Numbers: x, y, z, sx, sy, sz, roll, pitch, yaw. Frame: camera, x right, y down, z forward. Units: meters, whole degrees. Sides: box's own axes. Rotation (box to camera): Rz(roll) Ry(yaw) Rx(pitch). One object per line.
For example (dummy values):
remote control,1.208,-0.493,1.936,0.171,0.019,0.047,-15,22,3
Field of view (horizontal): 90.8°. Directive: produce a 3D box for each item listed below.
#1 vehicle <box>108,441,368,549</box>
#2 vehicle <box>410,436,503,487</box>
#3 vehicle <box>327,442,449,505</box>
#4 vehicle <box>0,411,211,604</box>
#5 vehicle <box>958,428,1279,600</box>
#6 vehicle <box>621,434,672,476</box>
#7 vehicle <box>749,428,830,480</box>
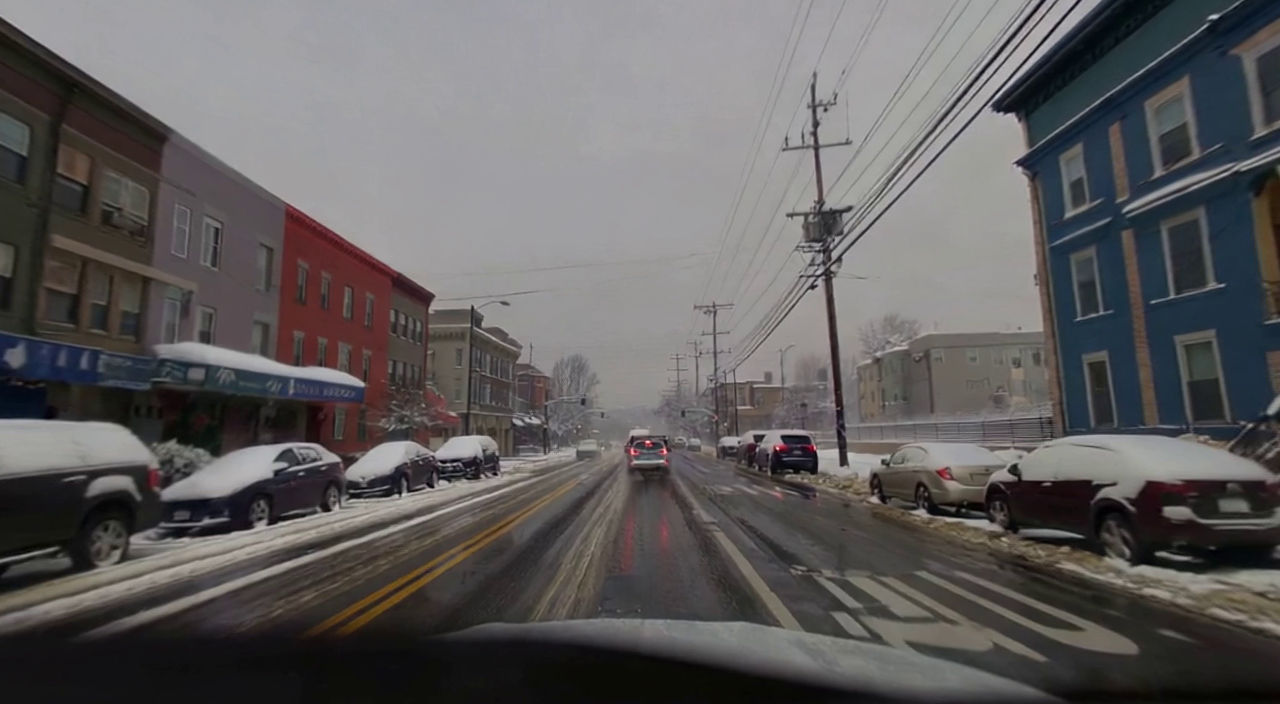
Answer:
vehicle,-7.307,2.573,12.284,1.884,1.582,4.837,-1,-7,0
vehicle,-7.203,4.307,25.463,2.095,1.847,5.290,0,-8,1
vehicle,-7.244,3.485,18.667,1.928,1.552,4.234,0,-8,-1
vehicle,-7.467,1.577,6.411,2.157,1.901,5.877,-1,-8,0
vehicle,6.473,1.903,8.444,2.018,1.630,4.594,0,-8,0
vehicle,0.302,4.272,26.376,1.980,1.635,3.795,0,-8,2
vehicle,6.485,4.536,28.313,2.203,2.052,5.975,0,-8,0
